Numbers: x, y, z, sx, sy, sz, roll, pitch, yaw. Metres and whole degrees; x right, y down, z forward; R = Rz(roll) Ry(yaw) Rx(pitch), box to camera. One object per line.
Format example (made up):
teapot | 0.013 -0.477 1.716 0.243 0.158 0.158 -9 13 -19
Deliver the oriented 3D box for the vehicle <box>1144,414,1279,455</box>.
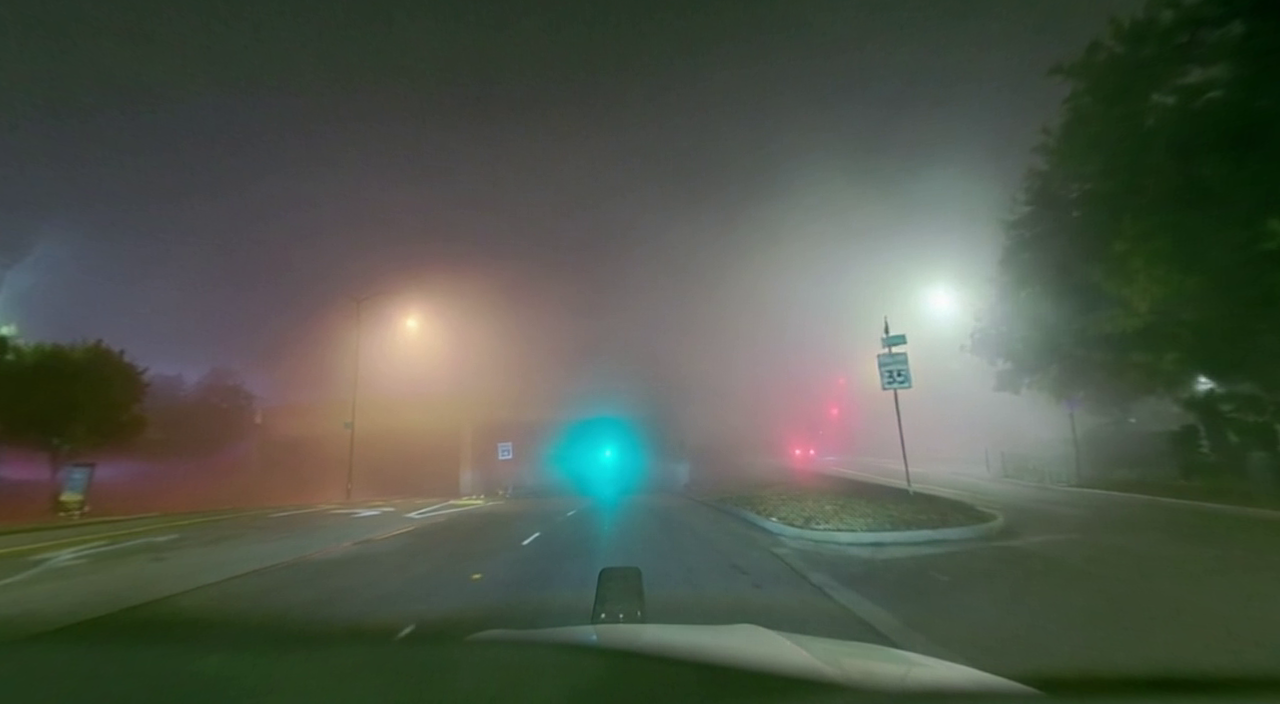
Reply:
vehicle | 31.025 4.472 34.325 2.791 2.013 5.162 0 -8 -3

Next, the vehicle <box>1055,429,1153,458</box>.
vehicle | 25.119 4.981 34.403 1.931 1.465 4.207 0 -8 -3

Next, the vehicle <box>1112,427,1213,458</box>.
vehicle | 27.813 4.832 33.809 1.901 1.525 3.948 0 -7 -2
